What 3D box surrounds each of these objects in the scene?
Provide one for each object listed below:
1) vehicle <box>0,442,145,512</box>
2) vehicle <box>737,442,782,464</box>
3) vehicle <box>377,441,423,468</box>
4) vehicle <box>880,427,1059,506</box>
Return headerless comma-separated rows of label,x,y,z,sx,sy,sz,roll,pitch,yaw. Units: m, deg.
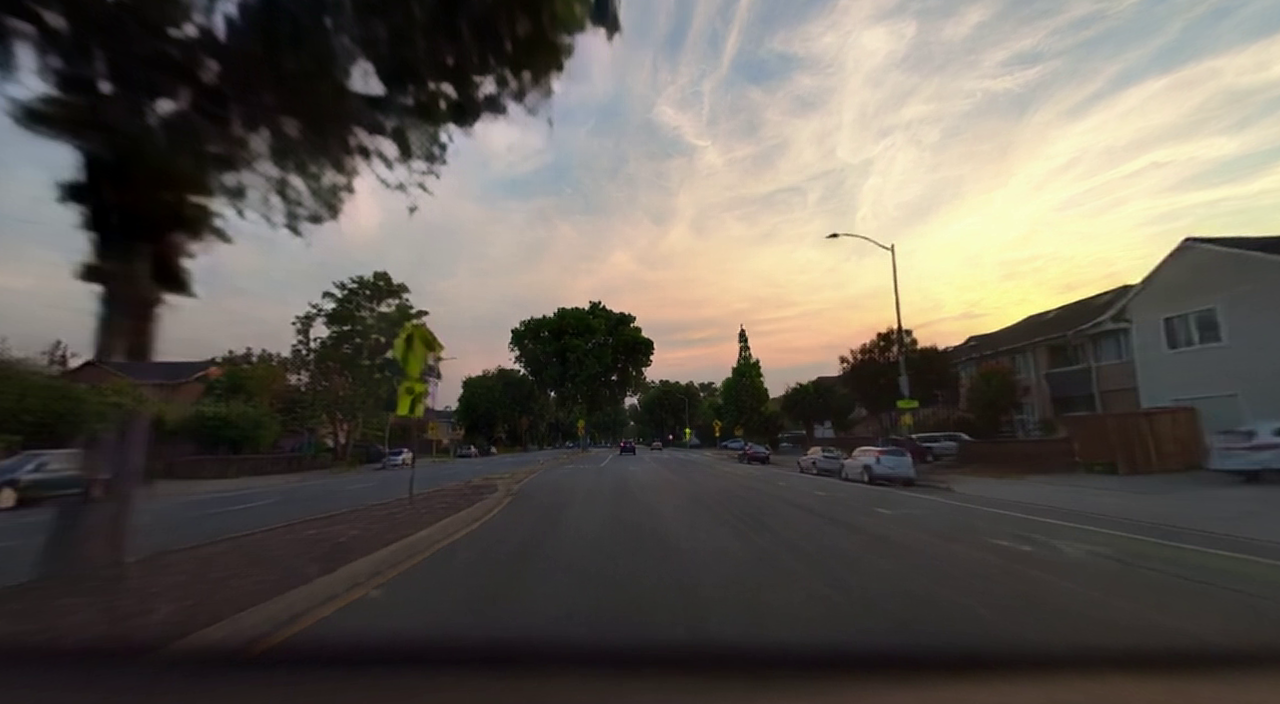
vehicle,-17.947,3.688,19.026,2.016,1.755,5.389,-3,-8,-3
vehicle,8.230,6.988,43.830,1.925,1.454,4.493,0,-8,-5
vehicle,-18.863,8.025,49.851,1.994,1.874,4.502,-3,-8,-1
vehicle,8.638,3.037,17.257,2.100,1.821,4.991,0,-8,-1
